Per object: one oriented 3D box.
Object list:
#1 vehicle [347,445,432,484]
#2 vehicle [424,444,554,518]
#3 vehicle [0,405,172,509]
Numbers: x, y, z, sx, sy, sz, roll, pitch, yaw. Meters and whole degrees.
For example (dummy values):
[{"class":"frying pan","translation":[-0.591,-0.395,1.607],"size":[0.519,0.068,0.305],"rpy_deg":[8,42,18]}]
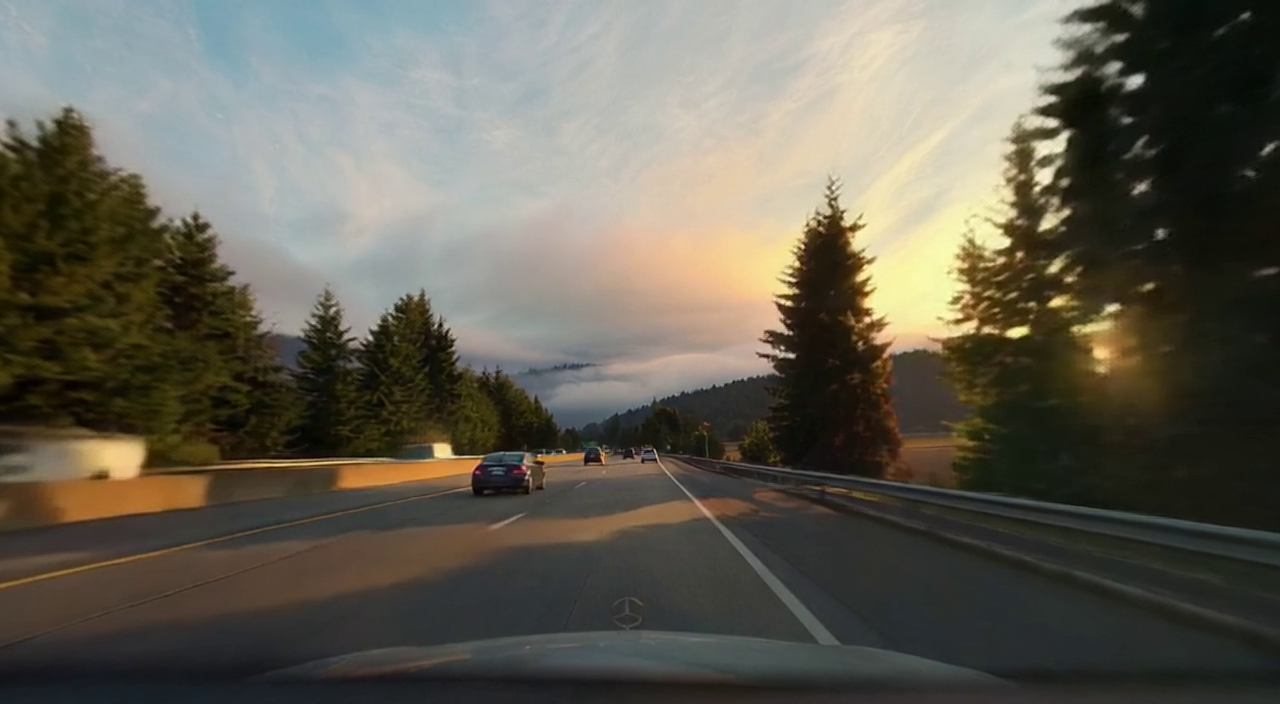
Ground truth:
[{"class":"vehicle","translation":[-12.009,5.428,30.663],"size":[1.933,1.672,5.276],"rpy_deg":[0,-9,0]},{"class":"vehicle","translation":[-3.355,2.952,14.876],"size":[1.970,1.483,4.097],"rpy_deg":[0,-9,1]},{"class":"vehicle","translation":[-17.236,3.037,18.276],"size":[2.390,2.578,6.242],"rpy_deg":[0,-9,1]}]
